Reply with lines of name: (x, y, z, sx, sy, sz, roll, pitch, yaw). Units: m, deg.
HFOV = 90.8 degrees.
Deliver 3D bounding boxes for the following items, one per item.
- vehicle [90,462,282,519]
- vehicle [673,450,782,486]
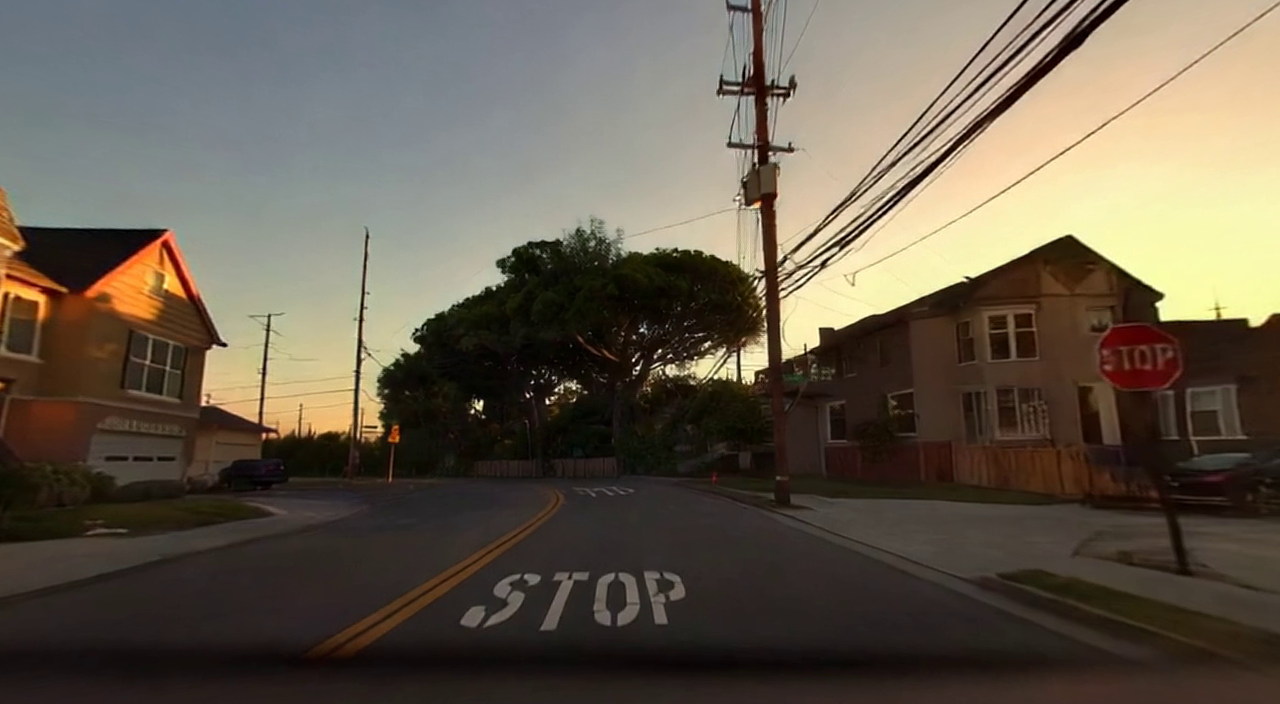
vehicle: (-13.257, 4.048, 18.698, 4.146, 1.535, 1.862, 0, -9, -3)
vehicle: (4.883, 6.492, 35.482, 5.578, 1.842, 2.300, 3, -10, -12)
